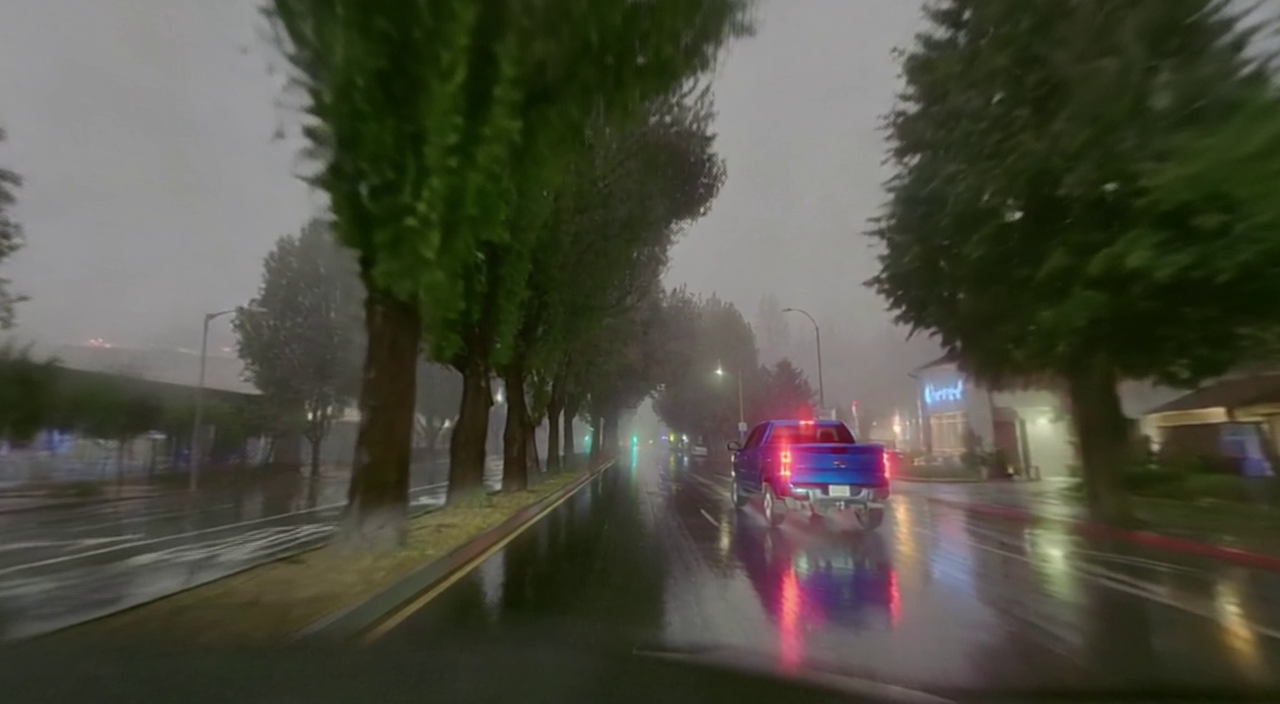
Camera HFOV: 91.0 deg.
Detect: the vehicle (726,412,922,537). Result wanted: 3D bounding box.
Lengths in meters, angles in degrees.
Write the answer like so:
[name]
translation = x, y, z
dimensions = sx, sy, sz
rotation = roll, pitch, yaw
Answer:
[vehicle]
translation = 3.090, 2.207, 12.052
dimensions = 2.085, 1.828, 5.383
rotation = 0, -9, 0
